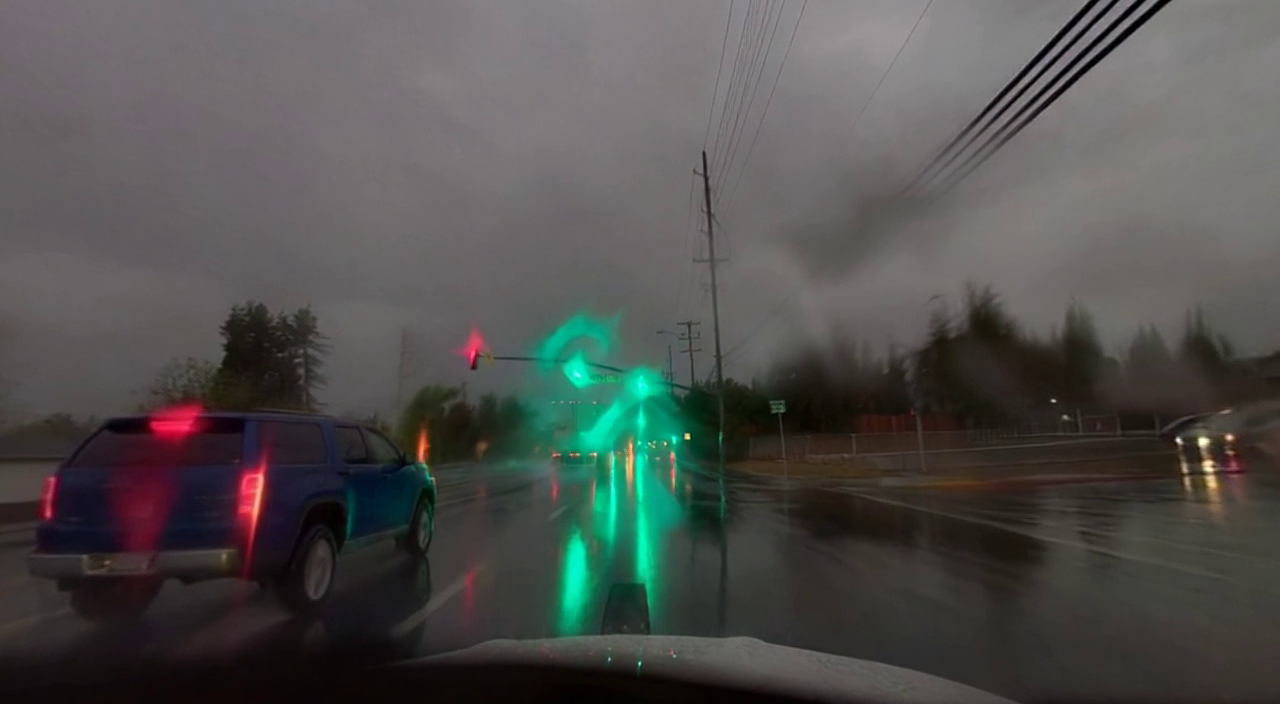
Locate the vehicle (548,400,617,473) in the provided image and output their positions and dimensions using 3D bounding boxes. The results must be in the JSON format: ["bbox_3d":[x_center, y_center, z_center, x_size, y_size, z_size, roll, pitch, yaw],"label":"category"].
[{"bbox_3d":[-3.077,4.944,36.521,2.928,3.658,8.980,0,-9,1],"label":"vehicle"}]

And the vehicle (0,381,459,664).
[{"bbox_3d":[-3.656,1.447,6.467,2.093,1.832,4.508,0,-9,2],"label":"vehicle"}]

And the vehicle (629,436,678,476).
[{"bbox_3d":[0.605,4.911,29.981,2.174,1.749,4.113,0,-9,1],"label":"vehicle"}]
